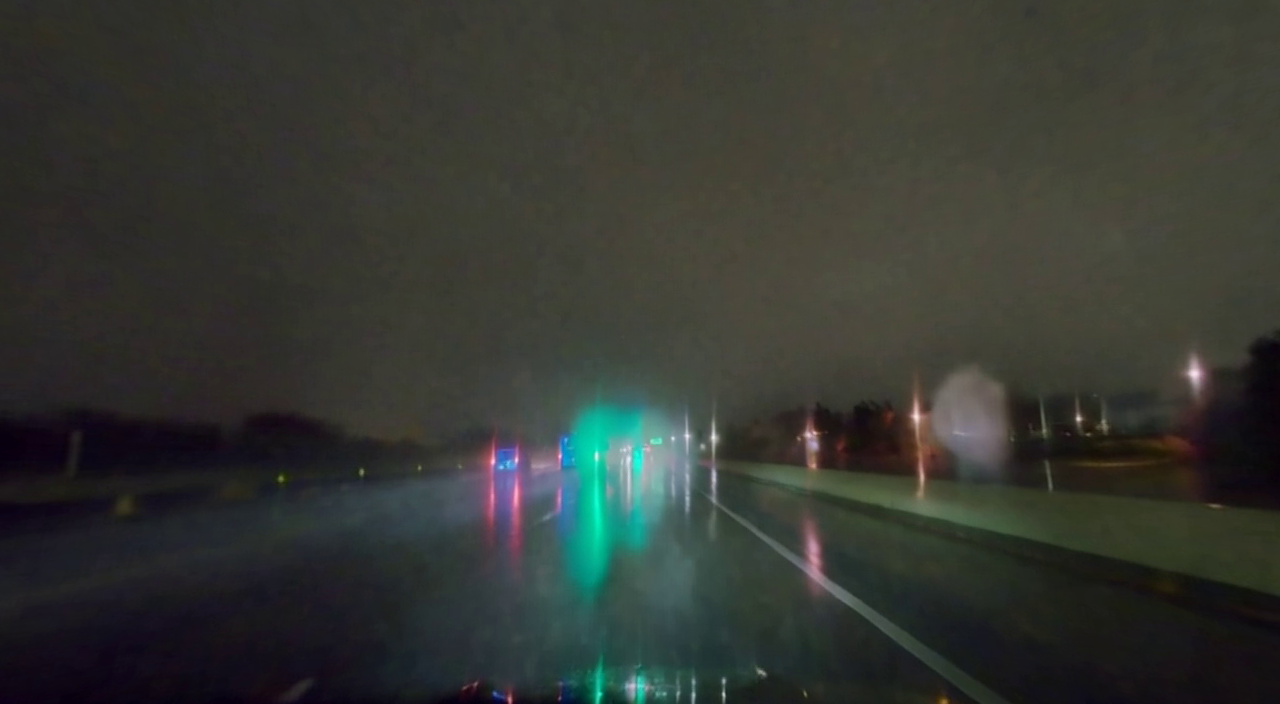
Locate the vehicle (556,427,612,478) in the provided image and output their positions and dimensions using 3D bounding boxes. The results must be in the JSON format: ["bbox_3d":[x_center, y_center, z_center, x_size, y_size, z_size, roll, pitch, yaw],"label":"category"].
[{"bbox_3d":[-2.947,5.513,34.709,2.437,2.565,5.829,0,-9,1],"label":"vehicle"}]

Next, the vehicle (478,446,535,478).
[{"bbox_3d":[-7.306,6.058,35.011,2.164,1.664,4.252,0,-9,1],"label":"vehicle"}]
